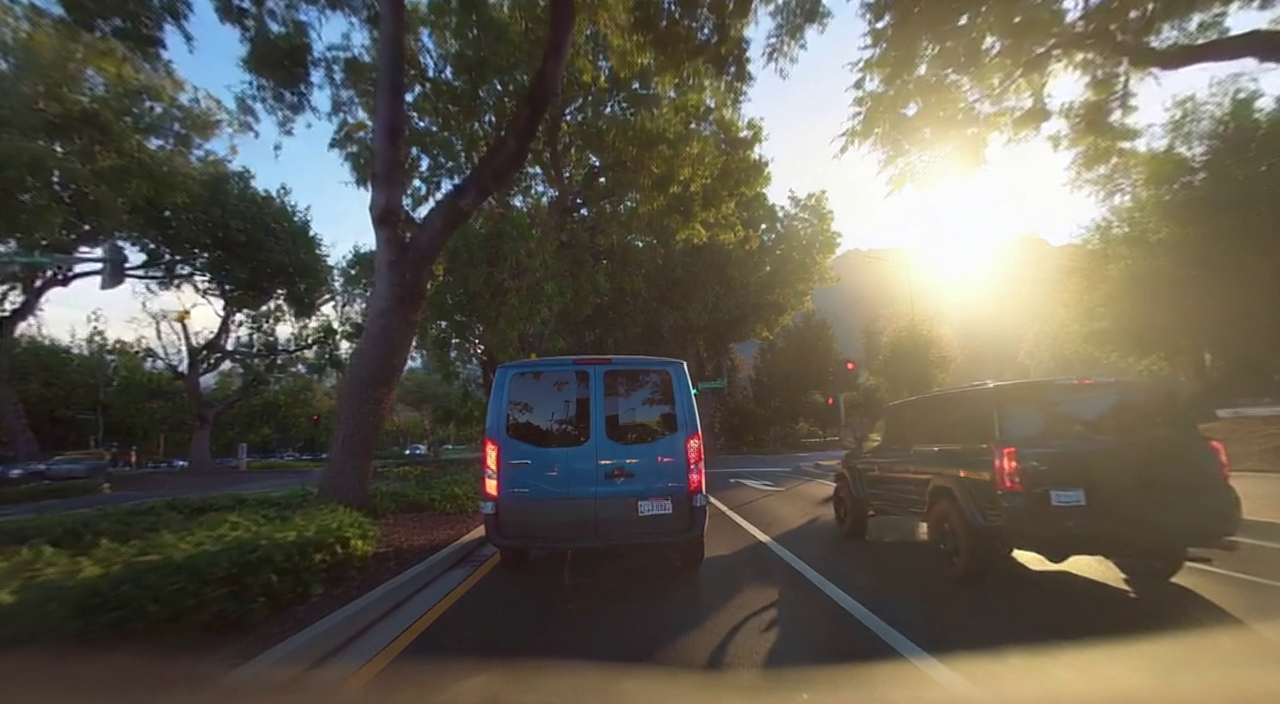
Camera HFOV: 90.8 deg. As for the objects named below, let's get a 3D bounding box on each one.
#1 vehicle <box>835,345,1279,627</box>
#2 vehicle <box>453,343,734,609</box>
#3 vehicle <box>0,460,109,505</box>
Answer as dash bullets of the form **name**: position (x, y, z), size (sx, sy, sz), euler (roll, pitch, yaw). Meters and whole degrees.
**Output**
- **vehicle**: position (3.620, 1.172, 6.264), size (1.988, 1.873, 3.968), euler (0, -8, -1)
- **vehicle**: position (-0.322, 1.260, 7.092), size (2.145, 2.046, 4.309), euler (0, -8, 1)
- **vehicle**: position (-26.100, 5.603, 27.468), size (4.857, 1.729, 2.029), euler (-2, -9, 14)
